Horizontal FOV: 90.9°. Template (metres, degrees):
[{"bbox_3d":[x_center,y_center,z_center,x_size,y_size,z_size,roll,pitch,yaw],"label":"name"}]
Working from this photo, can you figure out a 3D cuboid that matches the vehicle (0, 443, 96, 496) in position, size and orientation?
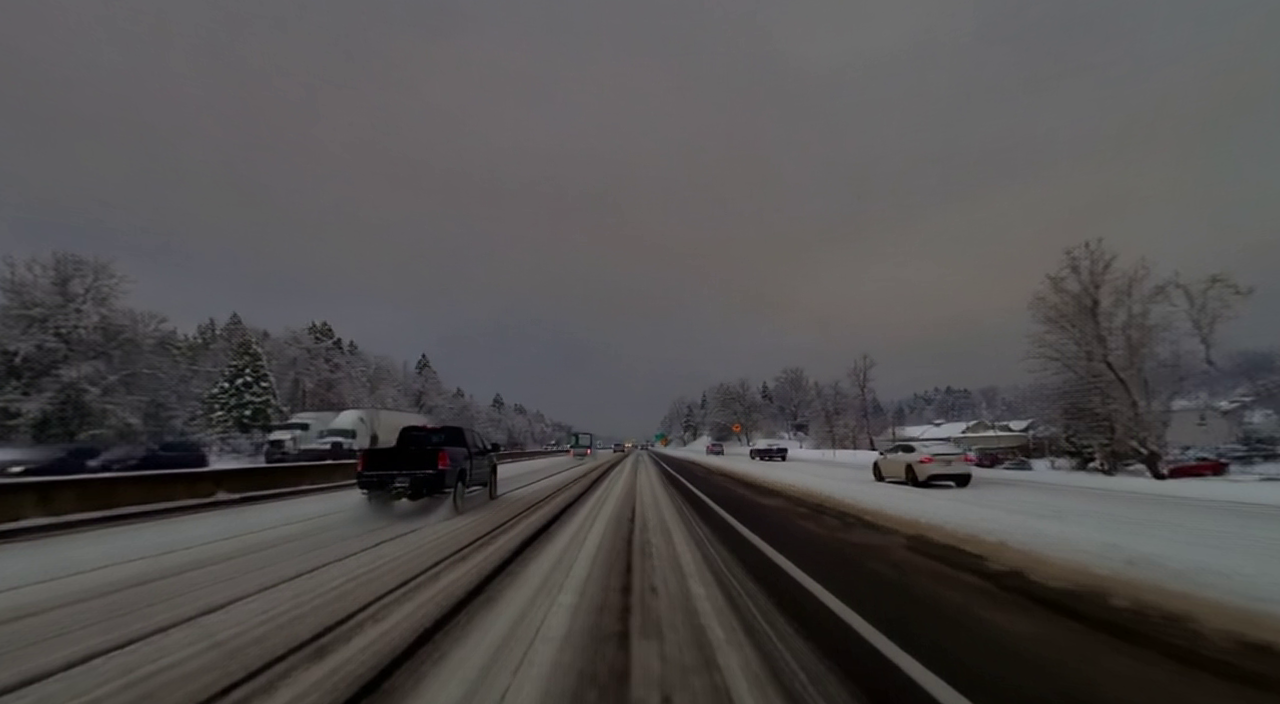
[{"bbox_3d":[-24.951,4.638,25.189,1.871,1.987,4.982,0,-8,0],"label":"vehicle"}]

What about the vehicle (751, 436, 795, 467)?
[{"bbox_3d":[9.467,7.097,45.242,2.061,2.115,4.635,0,-8,-1],"label":"vehicle"}]

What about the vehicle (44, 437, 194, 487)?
[{"bbox_3d":[-21.142,4.454,25.952,1.989,1.822,4.801,0,-8,1],"label":"vehicle"}]

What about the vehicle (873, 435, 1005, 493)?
[{"bbox_3d":[9.278,3.492,20.047,1.971,1.638,4.295,0,-8,-1],"label":"vehicle"}]

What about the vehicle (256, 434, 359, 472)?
[{"bbox_3d":[-20.892,6.369,40.158,2.736,2.171,6.889,0,-8,1],"label":"vehicle"}]

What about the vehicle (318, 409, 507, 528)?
[{"bbox_3d":[-4.208,2.246,12.717,1.994,1.911,4.819,0,-8,0],"label":"vehicle"}]
